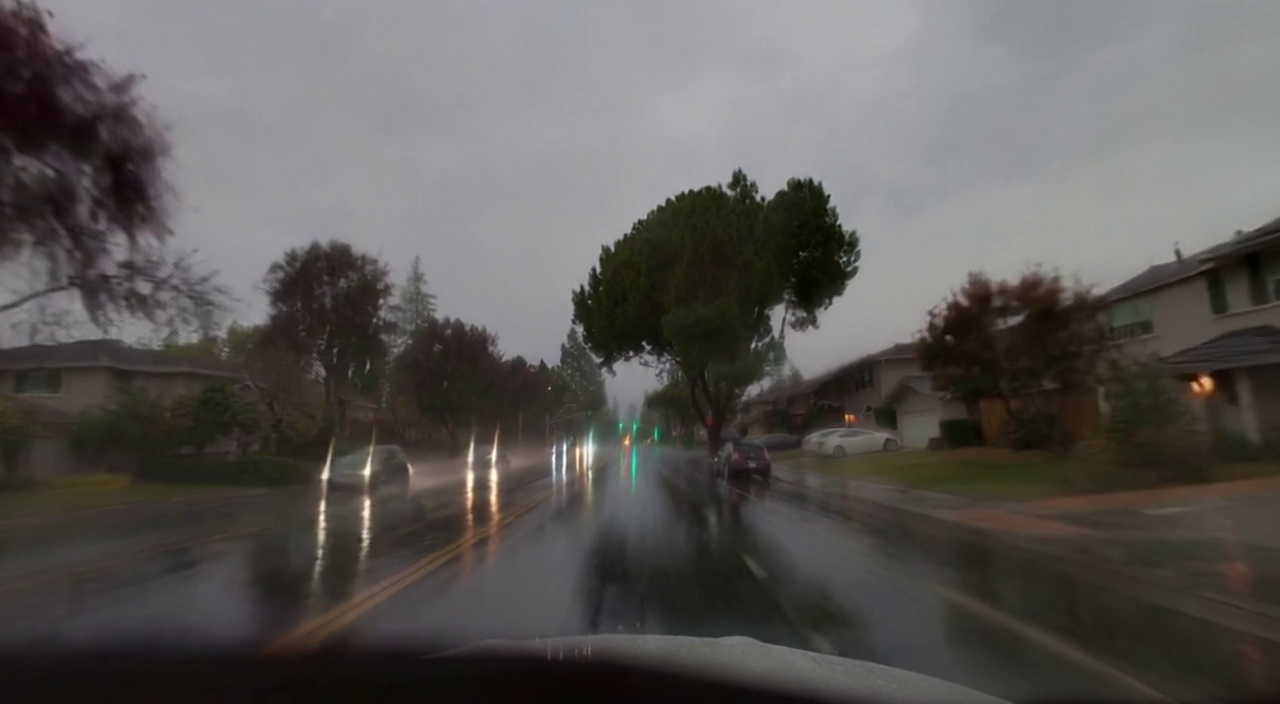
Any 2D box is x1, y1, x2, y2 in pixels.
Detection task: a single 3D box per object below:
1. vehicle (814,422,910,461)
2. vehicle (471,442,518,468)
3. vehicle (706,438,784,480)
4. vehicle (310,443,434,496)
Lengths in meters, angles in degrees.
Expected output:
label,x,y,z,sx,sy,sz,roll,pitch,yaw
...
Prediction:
label,x,y,z,sx,sy,sz,roll,pitch,yaw
vehicle,11.071,4.484,31.690,3.999,1.599,1.819,-5,-8,0
vehicle,-8.947,6.357,39.200,1.871,1.484,4.383,-1,-8,0
vehicle,3.956,4.113,24.698,1.946,1.431,4.695,0,-8,-4
vehicle,-8.472,3.724,20.529,1.986,1.442,4.602,-1,-8,0
